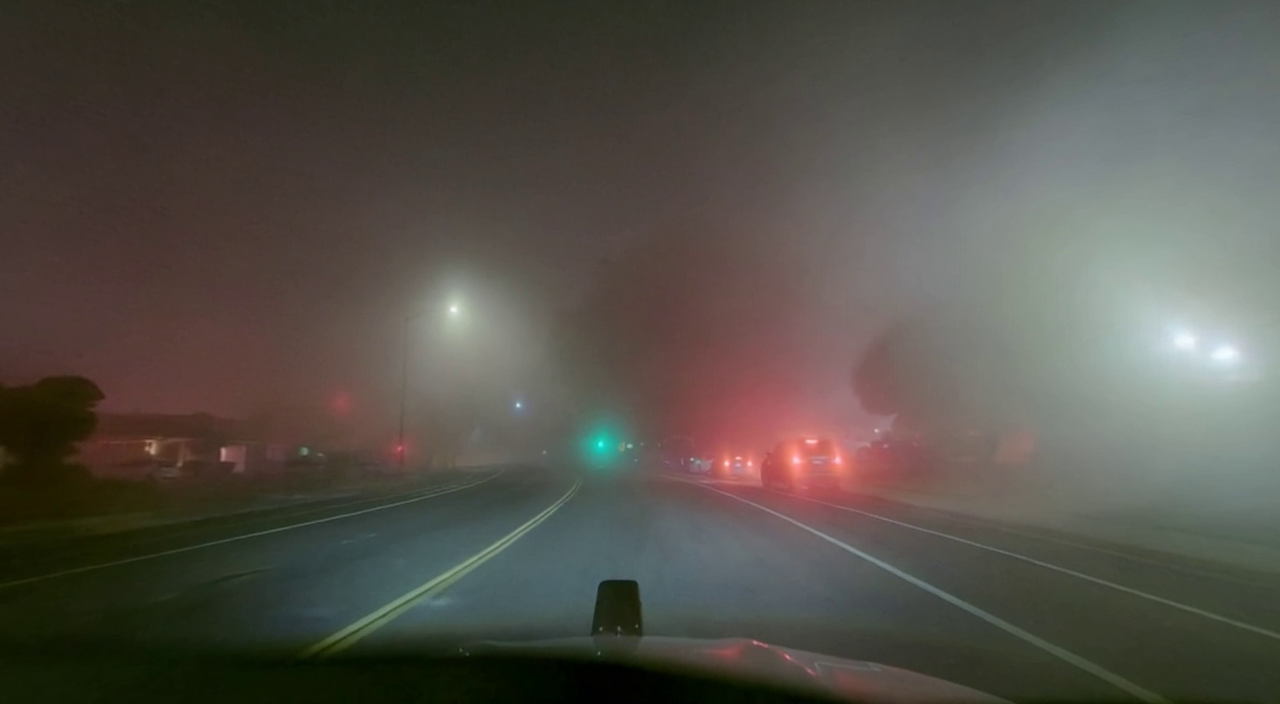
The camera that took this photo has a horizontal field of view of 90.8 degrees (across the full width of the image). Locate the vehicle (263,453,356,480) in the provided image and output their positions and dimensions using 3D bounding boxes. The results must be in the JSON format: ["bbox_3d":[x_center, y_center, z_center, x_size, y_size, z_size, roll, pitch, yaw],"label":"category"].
[{"bbox_3d":[-19.816,6.842,38.064,4.502,1.511,1.939,2,-9,-12],"label":"vehicle"}]

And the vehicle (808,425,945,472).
[{"bbox_3d":[13.350,5.575,36.169,6.635,2.414,2.896,-1,-12,4],"label":"vehicle"}]

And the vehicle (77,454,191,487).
[{"bbox_3d":[-25.944,6.066,32.533,3.977,1.501,2.143,0,-8,-6],"label":"vehicle"}]

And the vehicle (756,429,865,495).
[{"bbox_3d":[6.016,3.952,23.095,2.305,2.111,4.965,0,-8,-3],"label":"vehicle"}]

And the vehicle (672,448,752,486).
[{"bbox_3d":[3.592,5.900,32.803,2.713,1.671,4.939,1,-8,-11],"label":"vehicle"}]
